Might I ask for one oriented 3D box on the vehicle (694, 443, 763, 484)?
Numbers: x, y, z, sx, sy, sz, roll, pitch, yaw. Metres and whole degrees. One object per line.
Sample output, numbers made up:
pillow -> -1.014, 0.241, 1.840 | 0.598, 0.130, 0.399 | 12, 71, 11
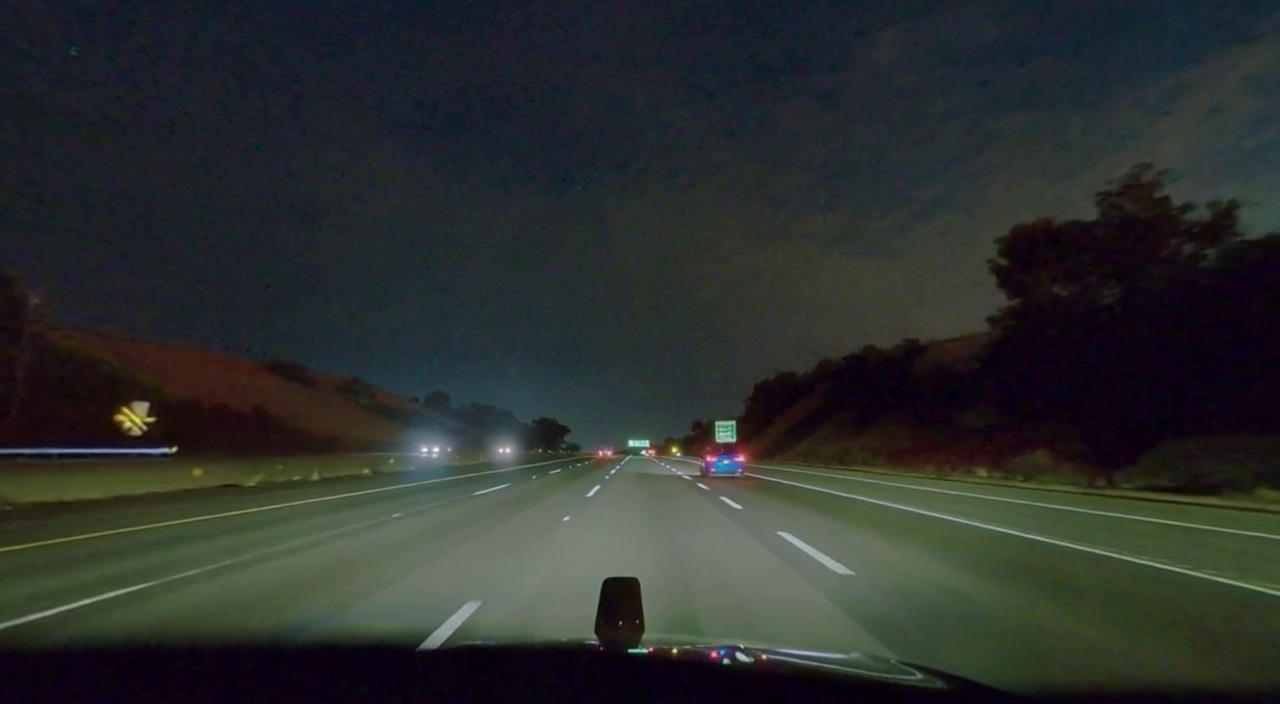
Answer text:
vehicle -> 3.407, 4.402, 25.196 | 2.033, 1.501, 4.398 | 0, -9, -1
